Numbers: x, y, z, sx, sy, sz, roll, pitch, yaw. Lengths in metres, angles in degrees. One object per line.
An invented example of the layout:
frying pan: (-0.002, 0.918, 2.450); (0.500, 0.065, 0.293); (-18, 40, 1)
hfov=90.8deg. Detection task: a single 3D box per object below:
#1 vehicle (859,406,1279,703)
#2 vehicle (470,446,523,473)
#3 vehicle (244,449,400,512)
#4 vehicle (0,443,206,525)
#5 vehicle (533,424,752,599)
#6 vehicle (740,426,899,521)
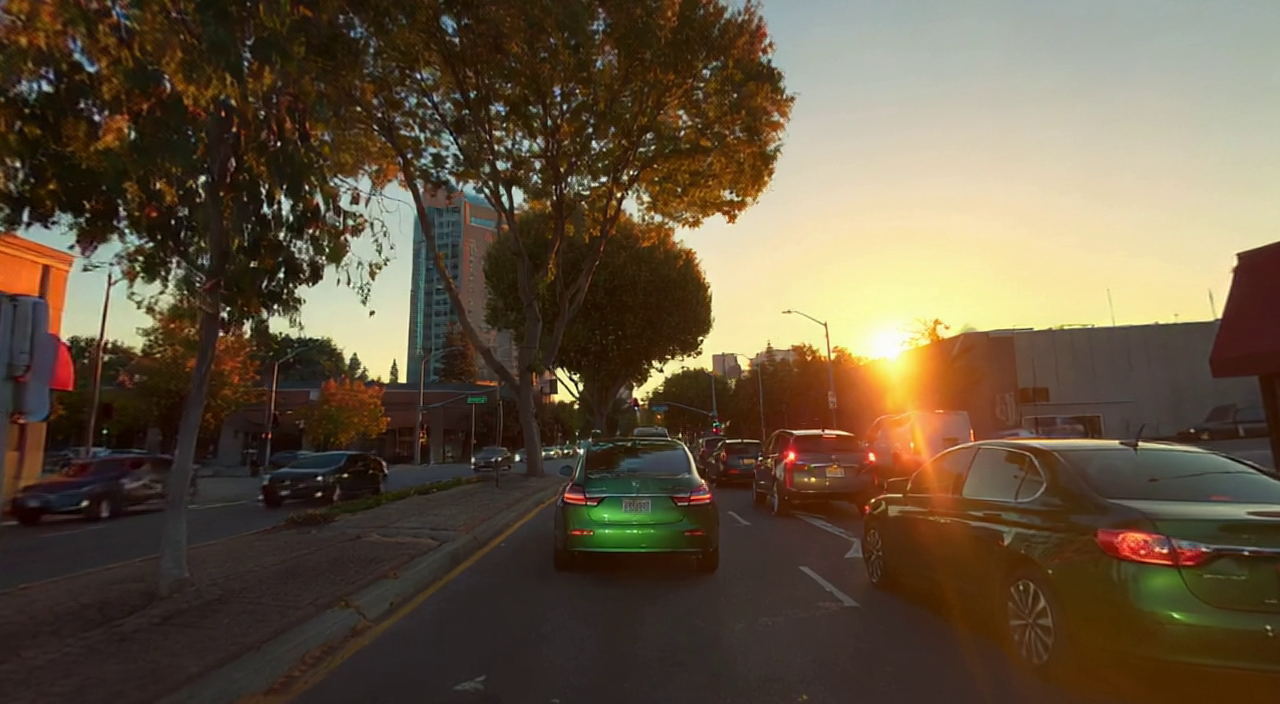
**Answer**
vehicle: (3.306, 1.256, 4.481); (1.988, 1.480, 4.195); (0, -9, 0)
vehicle: (-8.413, 6.350, 37.404); (2.169, 1.477, 4.168); (0, -9, 0)
vehicle: (-8.143, 3.287, 16.717); (1.850, 1.417, 4.321); (0, -9, 0)
vehicle: (-13.489, 3.235, 16.114); (2.072, 1.773, 4.329); (0, -9, -7)
vehicle: (0.011, 1.652, 7.301); (1.887, 1.487, 3.535); (0, -9, 0)
vehicle: (3.534, 2.479, 13.418); (2.025, 1.660, 4.263); (0, -9, -1)
